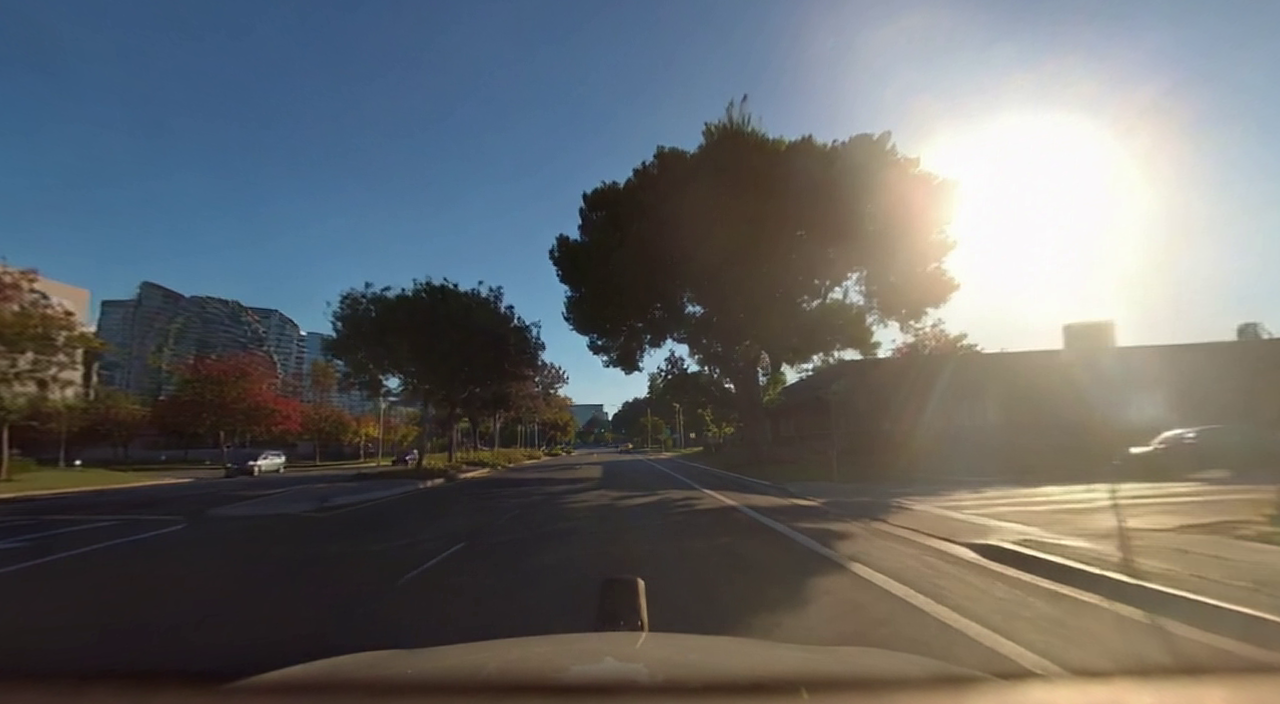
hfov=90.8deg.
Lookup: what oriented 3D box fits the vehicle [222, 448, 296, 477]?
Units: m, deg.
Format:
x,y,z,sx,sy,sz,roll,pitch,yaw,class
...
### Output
x,y,z,sx,sy,sz,roll,pitch,yaw,class
-24.758,7.153,41.254,2.150,1.710,4.503,0,-8,-3,vehicle
